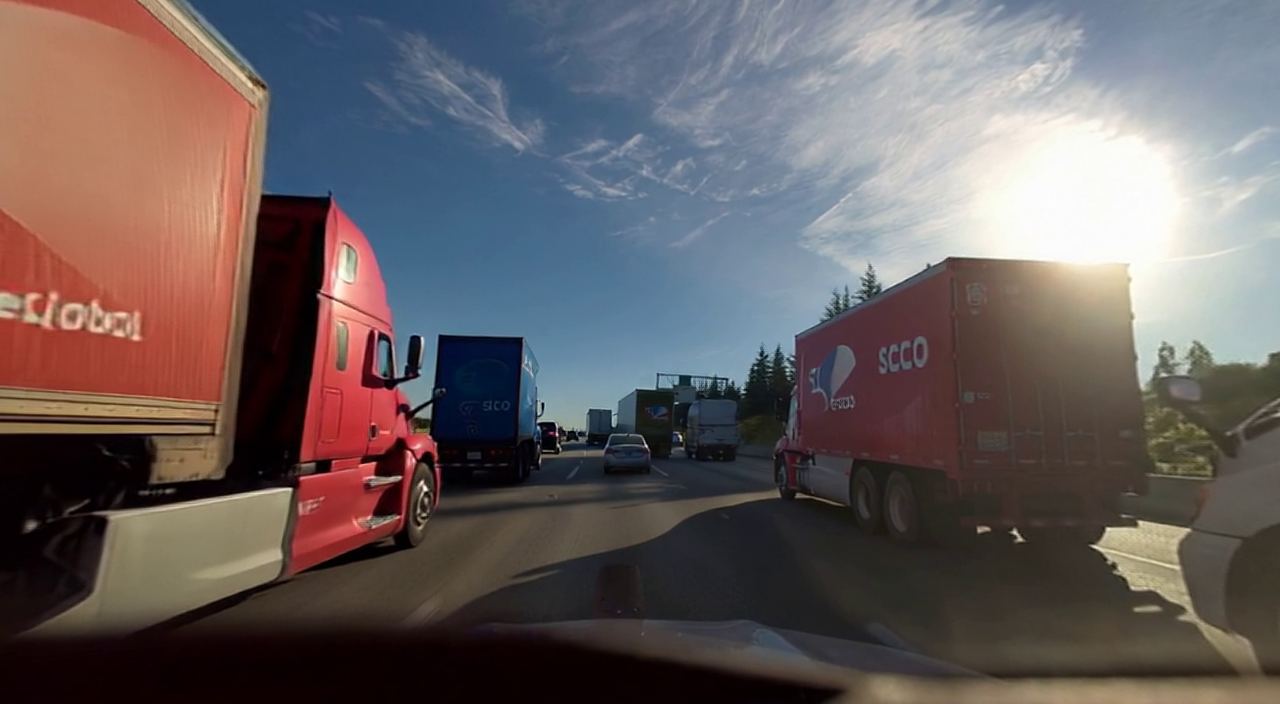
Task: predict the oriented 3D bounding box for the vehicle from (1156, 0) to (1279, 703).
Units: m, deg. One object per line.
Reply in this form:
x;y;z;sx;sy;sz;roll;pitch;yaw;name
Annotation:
5.306;-0.570;1.091;2.992;3.986;5.841;3;-8;-21;vehicle

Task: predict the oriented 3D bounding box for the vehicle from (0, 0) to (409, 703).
-3.600;-0.404;1.598;2.822;3.788;8.799;0;-8;-1;vehicle

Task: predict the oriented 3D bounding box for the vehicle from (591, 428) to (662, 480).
-0.575;3.350;21.078;2.060;1.540;4.374;1;-8;-5;vehicle

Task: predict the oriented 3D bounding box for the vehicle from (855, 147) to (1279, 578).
7.257;0.155;6.522;2.758;4.032;11.419;3;-8;-20;vehicle

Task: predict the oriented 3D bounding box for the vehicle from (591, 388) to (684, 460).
-0.654;5.033;43.005;2.899;4.112;13.912;2;-8;-15;vehicle
